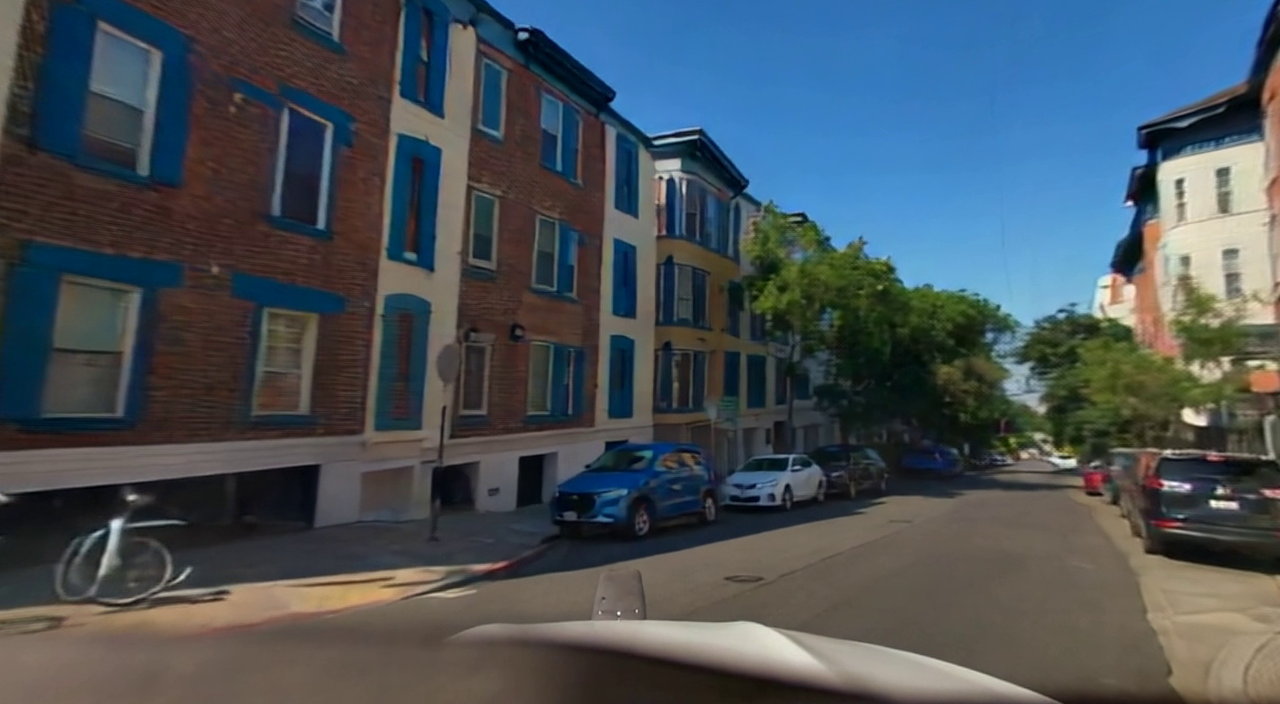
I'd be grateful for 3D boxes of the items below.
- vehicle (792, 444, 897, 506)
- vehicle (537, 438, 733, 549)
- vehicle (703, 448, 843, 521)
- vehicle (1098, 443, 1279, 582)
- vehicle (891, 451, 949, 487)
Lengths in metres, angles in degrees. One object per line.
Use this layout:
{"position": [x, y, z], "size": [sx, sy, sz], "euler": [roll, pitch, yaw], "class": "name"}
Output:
{"position": [6.466, 3.709, 19.602], "size": [1.942, 1.629, 4.302], "euler": [-5, -9, 34], "class": "vehicle"}
{"position": [0.071, 2.234, 10.675], "size": [1.719, 1.519, 3.414], "euler": [-5, -9, 32], "class": "vehicle"}
{"position": [3.384, 3.094, 15.335], "size": [1.830, 1.427, 4.294], "euler": [-5, -9, 33], "class": "vehicle"}
{"position": [8.456, 2.239, 9.645], "size": [1.883, 1.615, 4.234], "euler": [-5, -9, 31], "class": "vehicle"}
{"position": [13.379, 5.503, 29.970], "size": [1.840, 1.493, 3.761], "euler": [-5, -9, 33], "class": "vehicle"}
